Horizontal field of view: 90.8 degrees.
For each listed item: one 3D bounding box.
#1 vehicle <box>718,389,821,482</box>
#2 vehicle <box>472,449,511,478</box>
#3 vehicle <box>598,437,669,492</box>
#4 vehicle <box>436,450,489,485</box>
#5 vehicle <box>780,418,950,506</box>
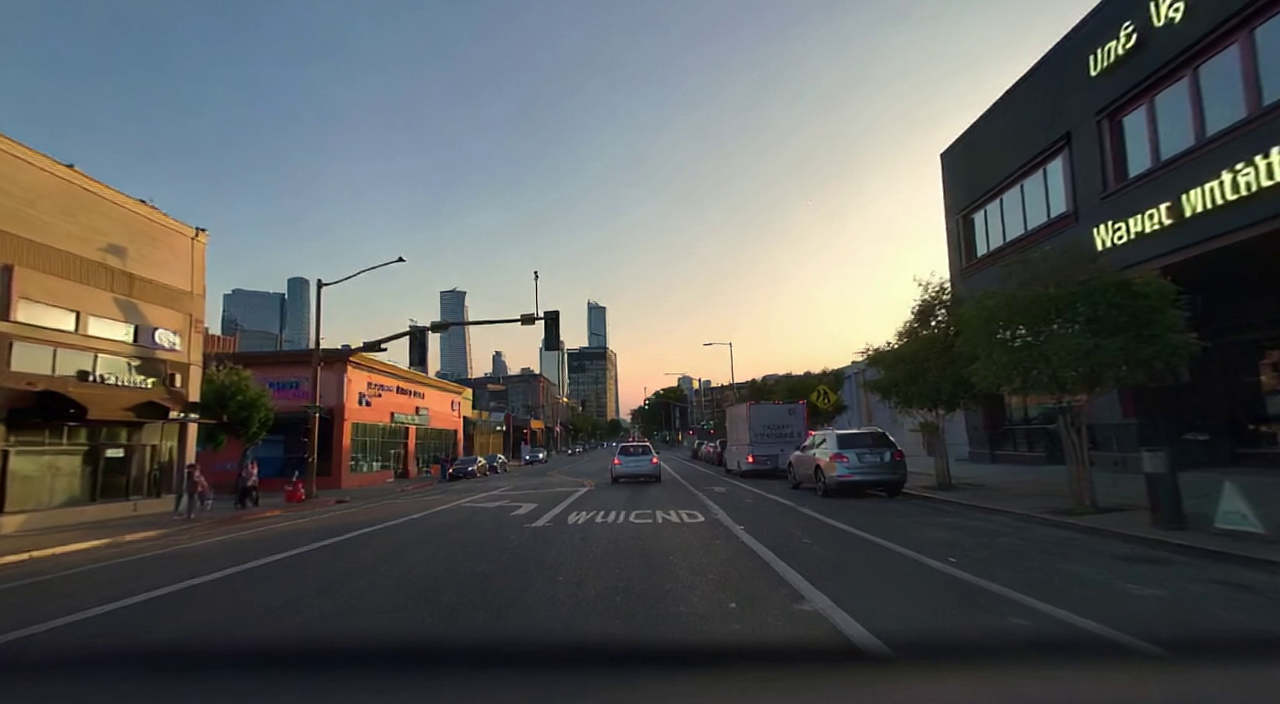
[{"bbox_3d":[5.459,3.763,28.110,2.893,3.553,7.295,0,-8,-1],"label":"vehicle"},{"bbox_3d":[-11.284,8.469,48.257,1.872,1.731,4.656,-4,-6,-1],"label":"vehicle"},{"bbox_3d":[-0.182,3.604,20.600,2.086,1.575,4.205,0,-8,0],"label":"vehicle"},{"bbox_3d":[-11.234,7.312,40.316,2.055,1.685,4.370,-5,-6,0],"label":"vehicle"},{"bbox_3d":[5.606,2.850,16.896,2.367,1.917,5.810,0,-8,0],"label":"vehicle"}]
